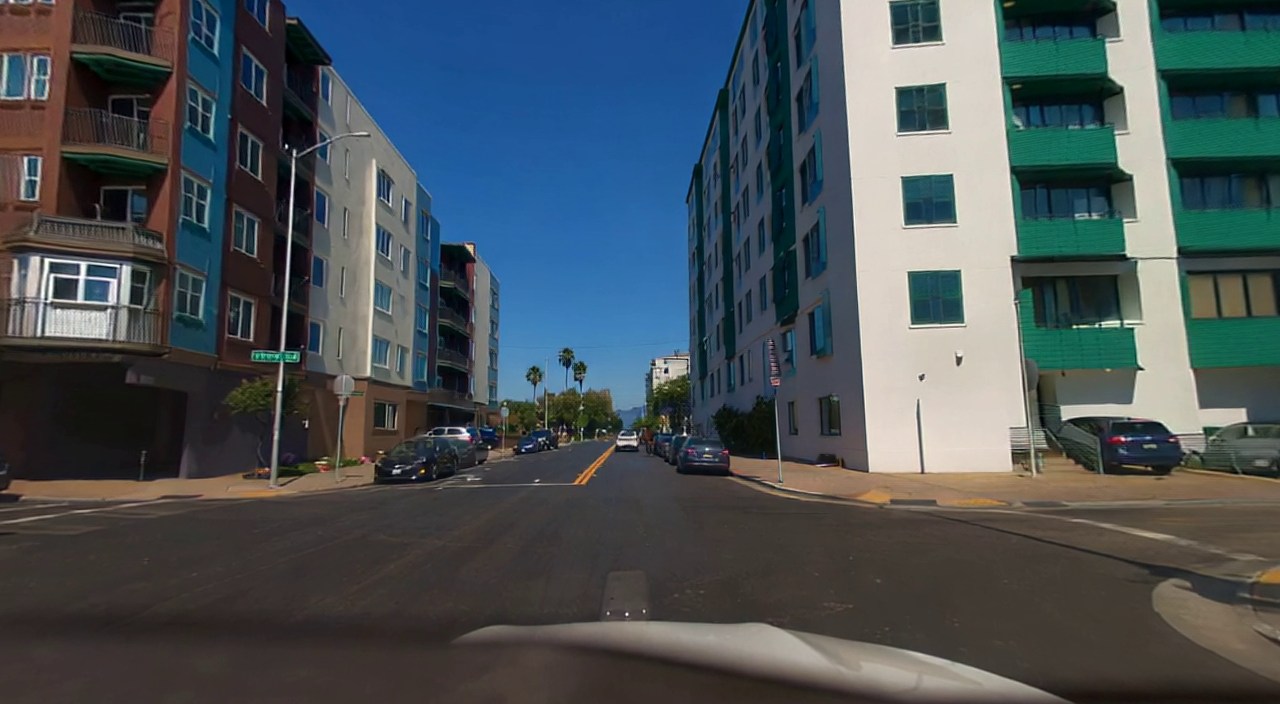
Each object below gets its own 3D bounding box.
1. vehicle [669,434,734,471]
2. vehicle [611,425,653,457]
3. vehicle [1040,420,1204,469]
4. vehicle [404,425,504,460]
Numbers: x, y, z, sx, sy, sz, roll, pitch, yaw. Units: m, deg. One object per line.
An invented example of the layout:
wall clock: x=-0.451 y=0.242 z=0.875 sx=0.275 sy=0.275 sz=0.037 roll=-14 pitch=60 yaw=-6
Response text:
vehicle: x=2.514 y=4.299 z=27.068 sx=2.290 sy=1.456 sz=4.503 roll=0 pitch=-8 yaw=-1
vehicle: x=-0.493 y=5.483 z=38.693 sx=2.412 sy=1.834 sz=4.636 roll=0 pitch=-8 yaw=0
vehicle: x=15.293 y=2.959 z=20.139 sx=3.752 sy=1.453 sz=1.709 roll=0 pitch=-9 yaw=2
vehicle: x=-11.450 y=5.588 z=38.871 sx=5.540 sy=1.950 sz=2.113 roll=4 pitch=-12 yaw=-28
